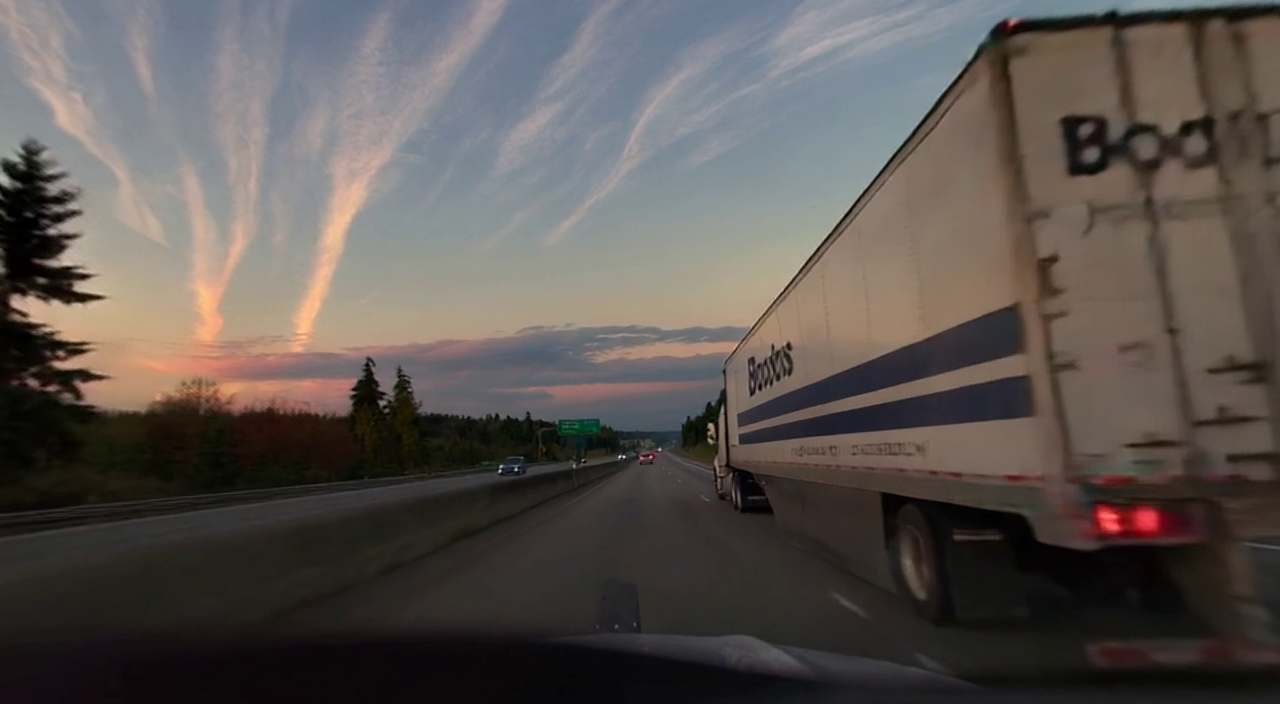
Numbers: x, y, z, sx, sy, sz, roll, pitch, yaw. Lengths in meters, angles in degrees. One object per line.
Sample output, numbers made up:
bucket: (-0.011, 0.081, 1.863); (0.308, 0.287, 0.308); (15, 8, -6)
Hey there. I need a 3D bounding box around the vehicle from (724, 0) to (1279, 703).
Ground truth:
vehicle: (4.236, 0.857, 10.303); (3.537, 4.071, 17.399); (-1, -9, 1)
